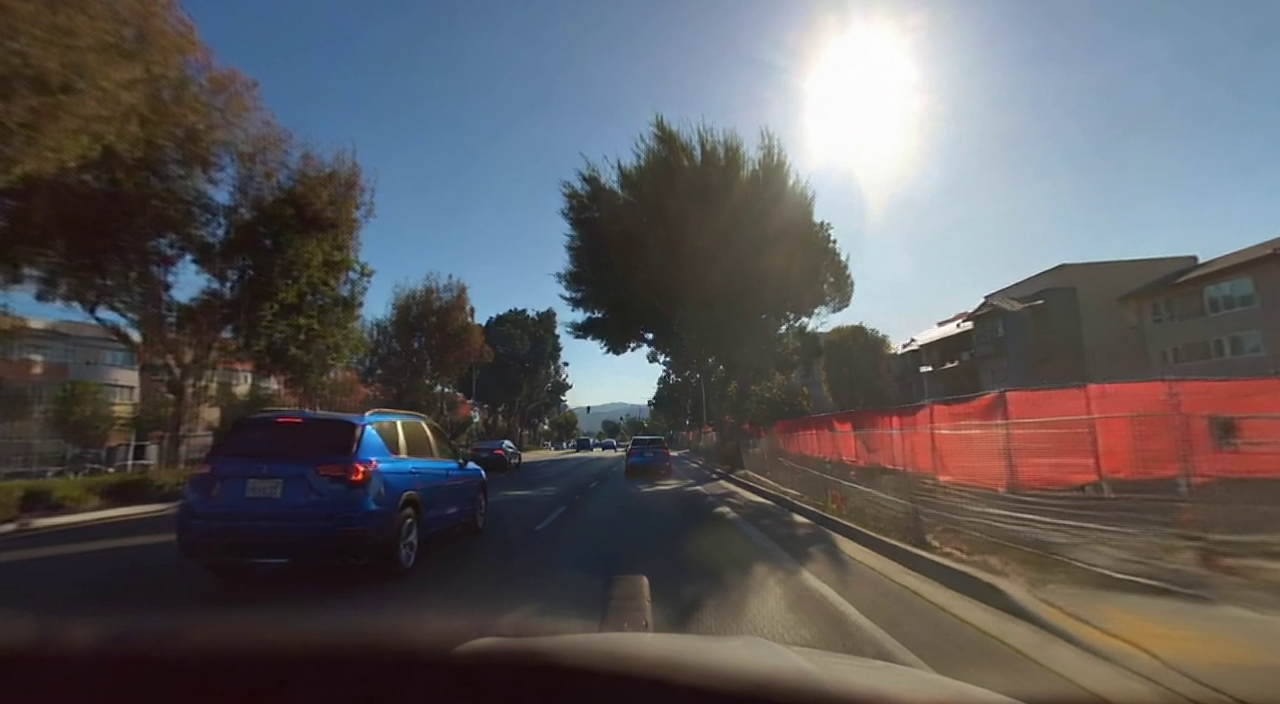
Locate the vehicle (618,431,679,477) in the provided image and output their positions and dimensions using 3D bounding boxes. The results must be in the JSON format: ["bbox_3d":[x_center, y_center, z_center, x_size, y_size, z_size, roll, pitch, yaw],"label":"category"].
[{"bbox_3d":[0.293,4.000,24.940,2.227,1.654,4.091,0,-8,0],"label":"vehicle"}]

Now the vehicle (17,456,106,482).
[{"bbox_3d":[-42.779,8.666,46.677,4.731,1.594,1.825,-1,-6,-2],"label":"vehicle"}]

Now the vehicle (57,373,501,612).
[{"bbox_3d":[-3.343,1.442,7.415,2.157,1.824,4.986,0,-8,2],"label":"vehicle"}]
